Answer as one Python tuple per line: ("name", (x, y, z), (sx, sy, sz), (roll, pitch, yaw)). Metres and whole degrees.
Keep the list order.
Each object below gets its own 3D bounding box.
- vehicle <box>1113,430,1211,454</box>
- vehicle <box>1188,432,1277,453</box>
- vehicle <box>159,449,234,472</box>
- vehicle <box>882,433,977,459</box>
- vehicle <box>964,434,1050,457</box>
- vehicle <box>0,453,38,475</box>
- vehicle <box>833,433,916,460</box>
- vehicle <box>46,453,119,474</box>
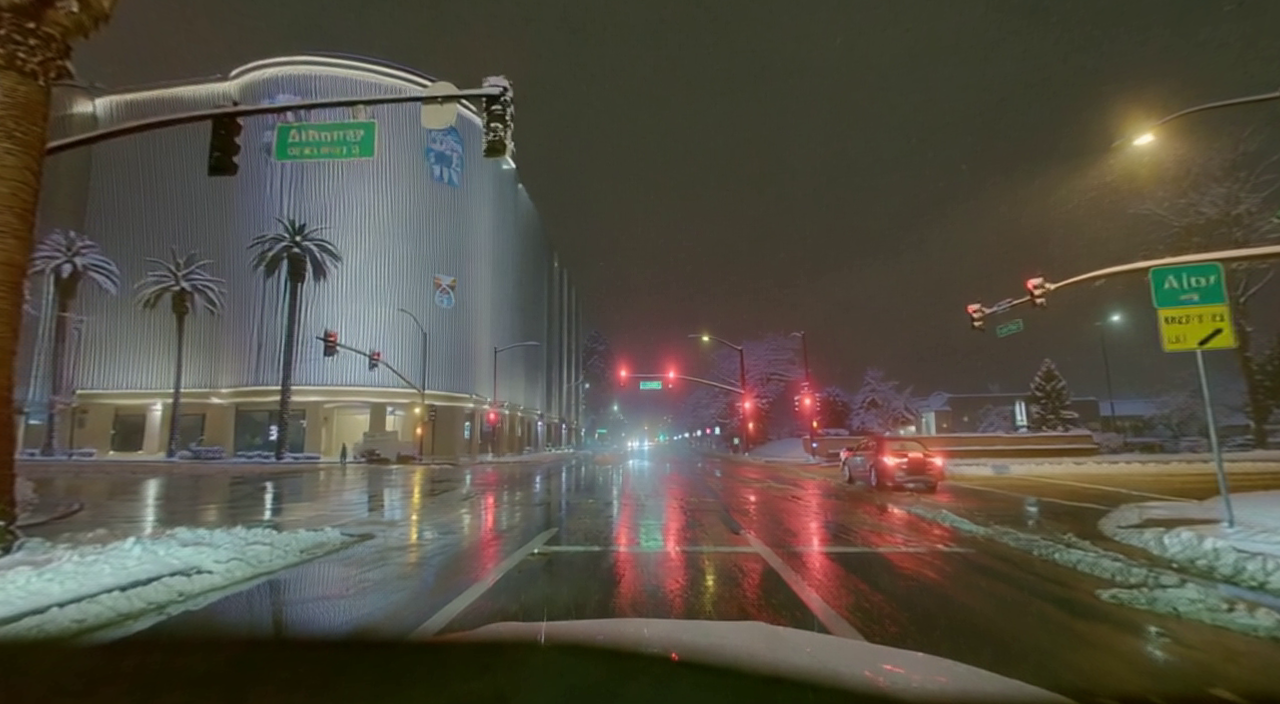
("vehicle", (33.328, 5.748, 40.344), (4.567, 1.458, 1.791), (0, -8, 2))
("vehicle", (42.279, 6.483, 45.040), (4.437, 1.469, 1.811), (0, -8, 0))
("vehicle", (-33.013, 8.089, 47.007), (4.136, 1.661, 1.857), (0, -8, 1))
("vehicle", (17.070, 5.578, 37.290), (4.684, 1.461, 1.777), (0, -8, -1))
("vehicle", (23.689, 6.040, 40.768), (4.423, 1.465, 1.798), (0, -8, 1))
("vehicle", (-47.871, 8.395, 47.191), (3.786, 1.555, 1.702), (0, -8, 2))
("vehicle", (15.189, 6.153, 41.017), (4.648, 1.665, 1.910), (0, -8, -1))
("vehicle", (-41.565, 8.293, 47.054), (3.698, 1.467, 1.779), (0, -8, 1))
